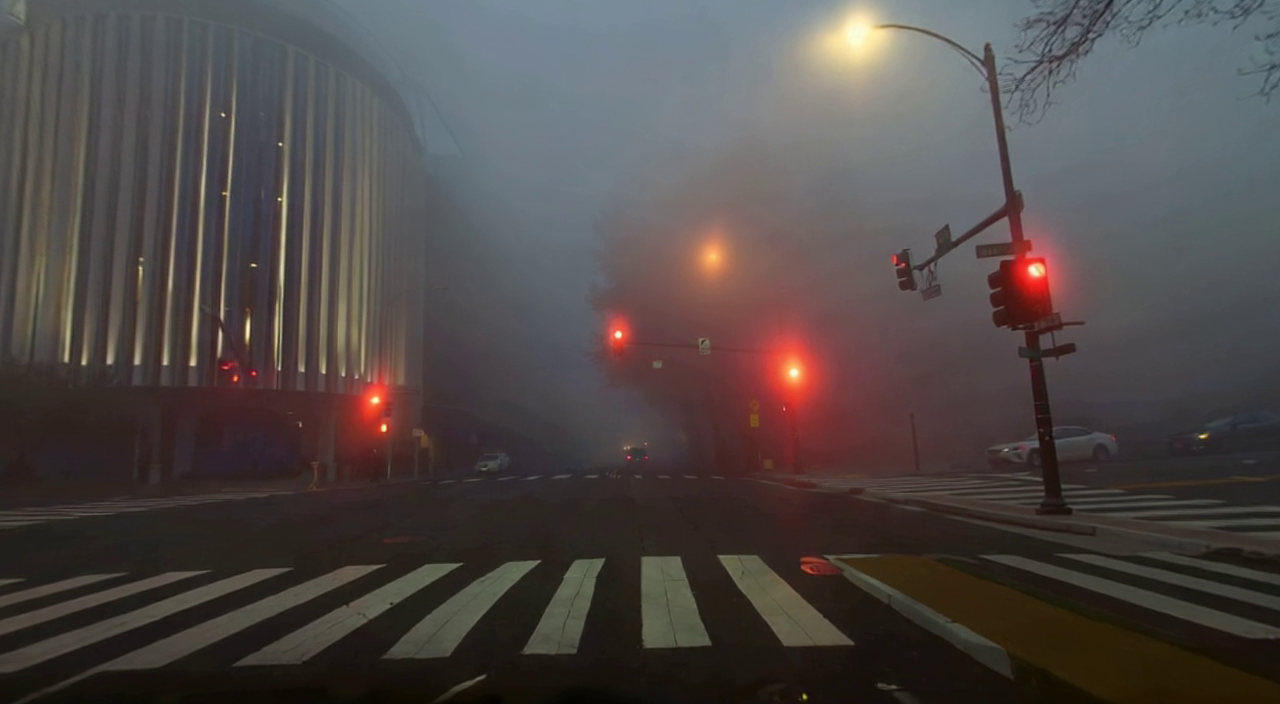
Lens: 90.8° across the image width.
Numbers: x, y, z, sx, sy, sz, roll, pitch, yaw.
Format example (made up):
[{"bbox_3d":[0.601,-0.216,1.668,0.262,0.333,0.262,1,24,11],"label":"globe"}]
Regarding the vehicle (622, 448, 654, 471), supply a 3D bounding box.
[{"bbox_3d":[-0.073,7.605,44.913,2.088,1.452,4.833,-1,-8,2],"label":"vehicle"}]
